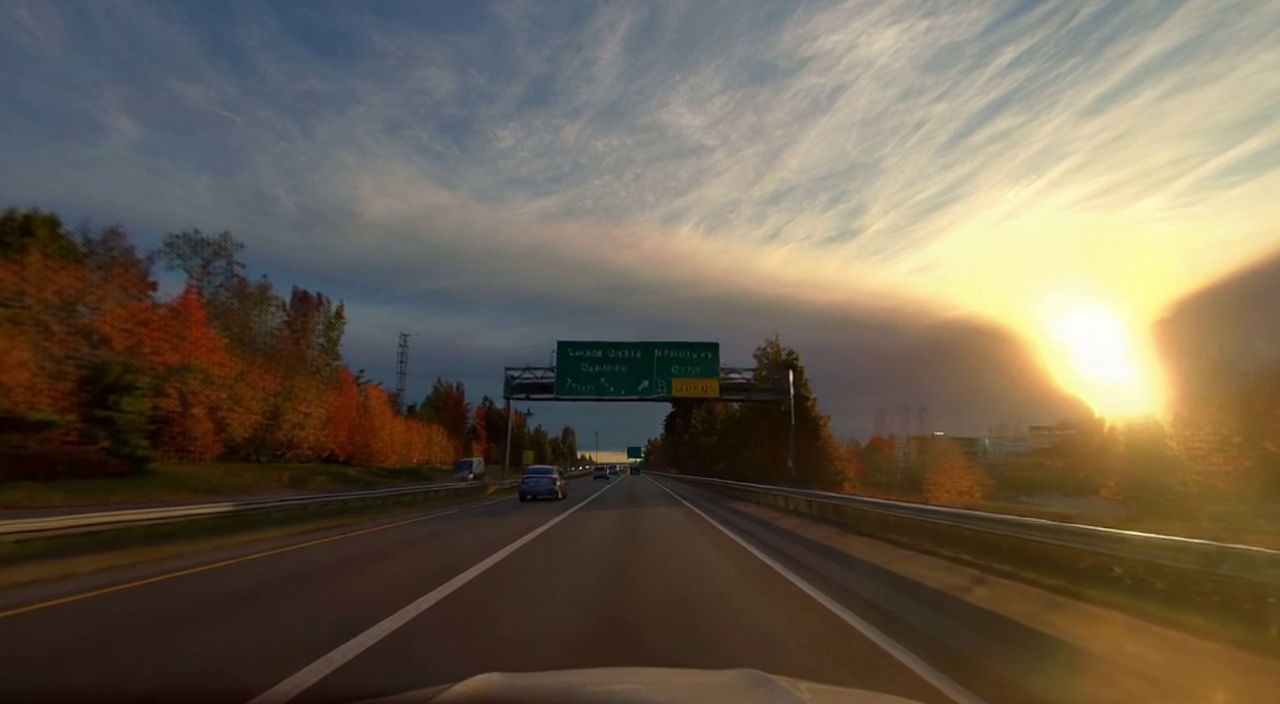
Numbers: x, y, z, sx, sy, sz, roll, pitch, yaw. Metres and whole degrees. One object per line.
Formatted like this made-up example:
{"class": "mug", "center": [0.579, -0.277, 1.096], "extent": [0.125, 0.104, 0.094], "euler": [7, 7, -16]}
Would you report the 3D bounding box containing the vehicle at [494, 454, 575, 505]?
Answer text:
{"class": "vehicle", "center": [-4.158, 5.204, 25.941], "extent": [2.254, 1.809, 5.839], "euler": [1, -10, 1]}
